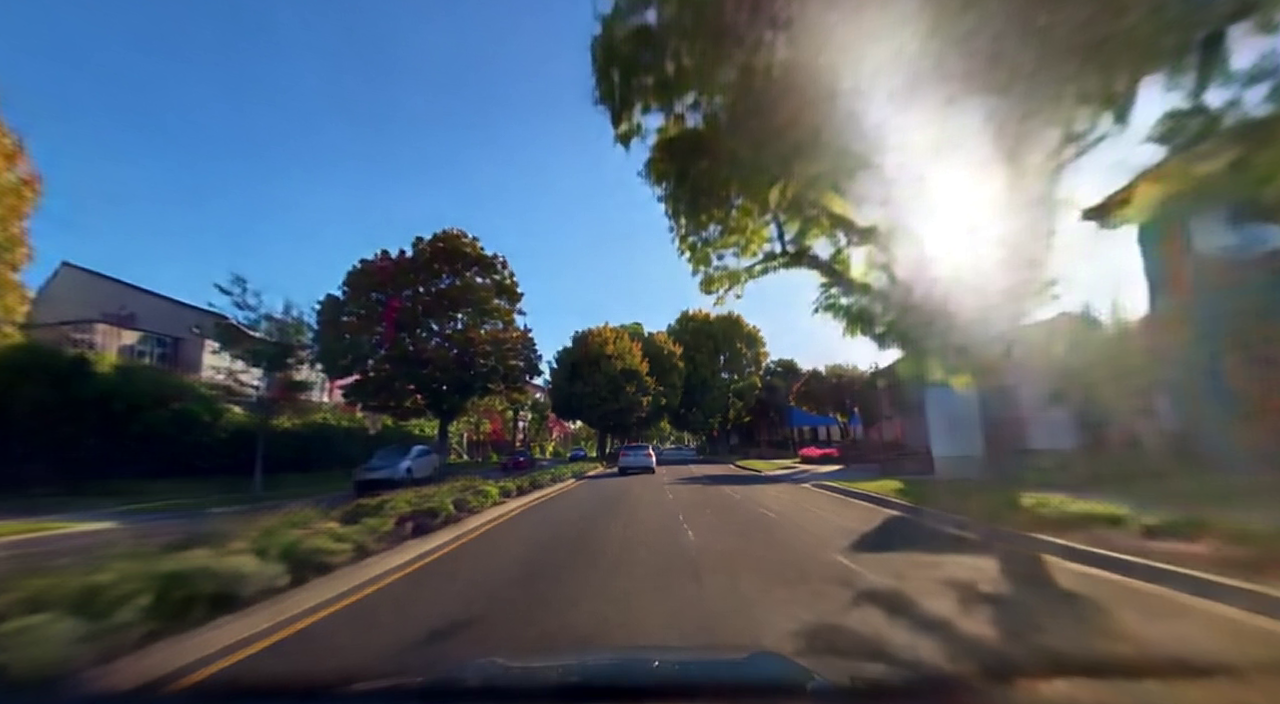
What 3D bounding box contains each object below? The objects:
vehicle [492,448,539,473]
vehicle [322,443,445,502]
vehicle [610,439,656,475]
[{"bbox_3d":[-8.105,7.075,41.437,1.935,1.522,4.348,0,-8,4],"label":"vehicle"},{"bbox_3d":[-8.545,4.023,21.550,2.093,1.772,4.478,0,-8,3],"label":"vehicle"},{"bbox_3d":[-0.253,5.291,32.058,2.129,1.713,4.314,0,-8,2],"label":"vehicle"}]
